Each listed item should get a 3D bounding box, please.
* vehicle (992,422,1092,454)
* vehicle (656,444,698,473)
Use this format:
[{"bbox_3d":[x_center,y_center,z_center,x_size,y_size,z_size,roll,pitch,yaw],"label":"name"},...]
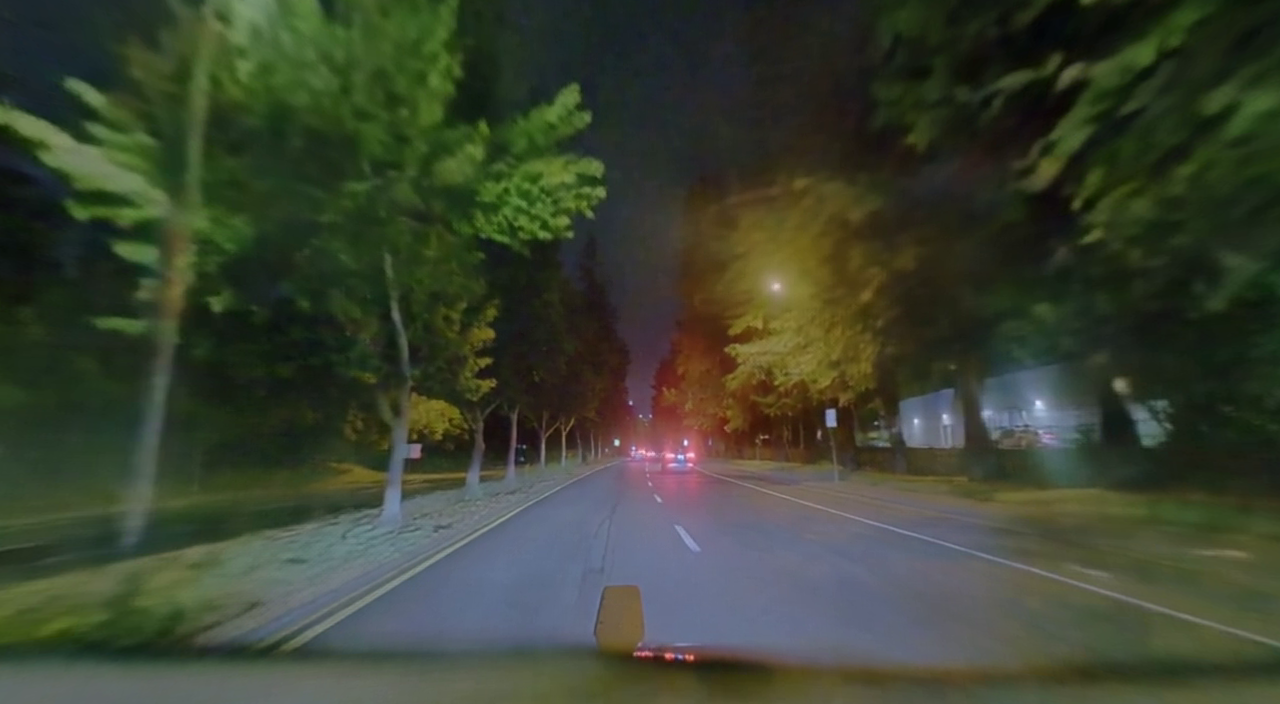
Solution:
[{"bbox_3d":[27.854,6.004,43.743,5.465,2.116,2.004,0,-8,0],"label":"vehicle"},{"bbox_3d":[2.040,6.052,36.109,2.044,1.537,4.528,0,-9,-1],"label":"vehicle"}]
